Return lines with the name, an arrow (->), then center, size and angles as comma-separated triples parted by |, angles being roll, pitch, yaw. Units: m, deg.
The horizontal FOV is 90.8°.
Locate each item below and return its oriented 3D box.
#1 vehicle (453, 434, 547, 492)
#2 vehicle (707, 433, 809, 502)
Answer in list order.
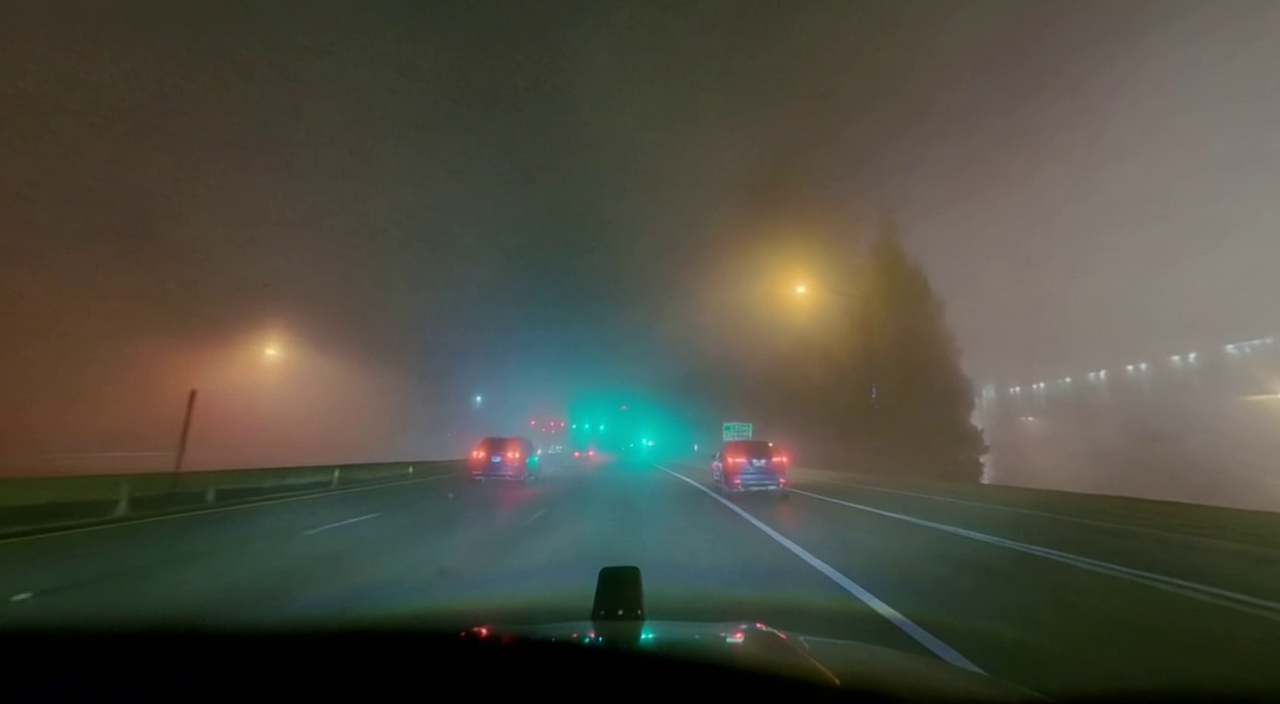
vehicle -> -4.728, 3.821, 22.146 | 2.176, 1.779, 4.755 | 0, -8, 0
vehicle -> 3.155, 3.180, 17.856 | 1.997, 1.686, 4.247 | 0, -8, -1
